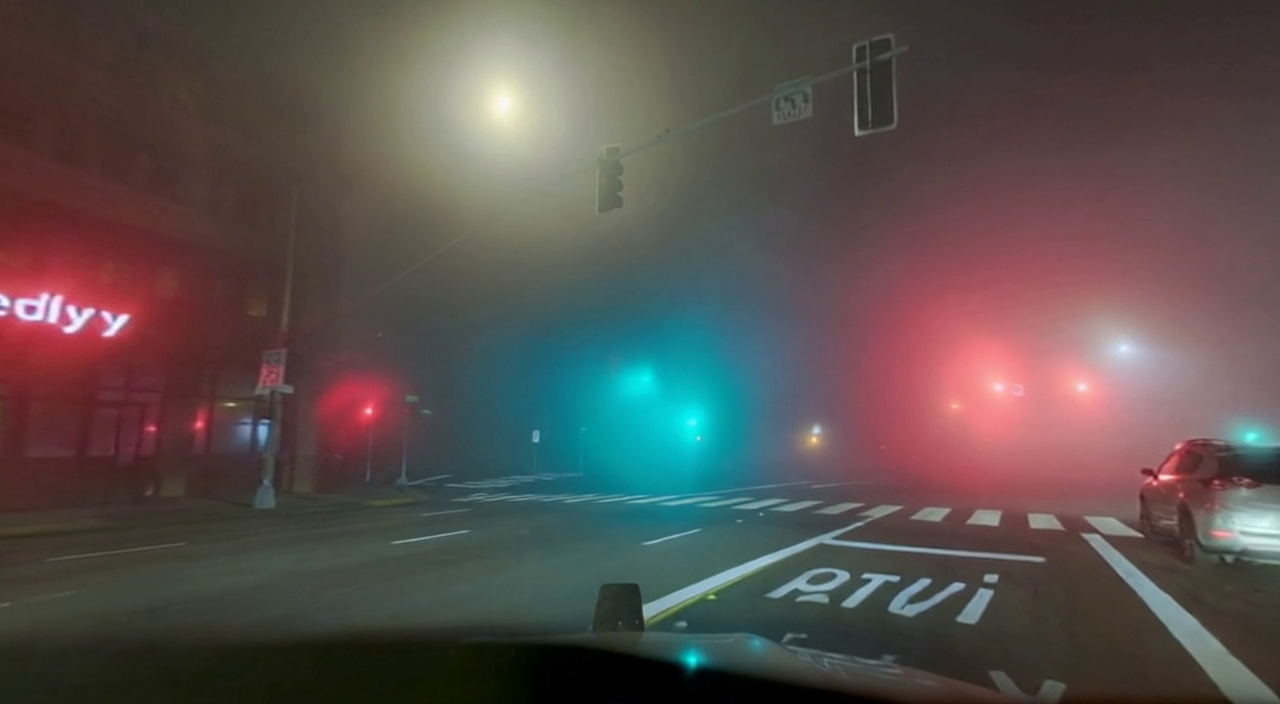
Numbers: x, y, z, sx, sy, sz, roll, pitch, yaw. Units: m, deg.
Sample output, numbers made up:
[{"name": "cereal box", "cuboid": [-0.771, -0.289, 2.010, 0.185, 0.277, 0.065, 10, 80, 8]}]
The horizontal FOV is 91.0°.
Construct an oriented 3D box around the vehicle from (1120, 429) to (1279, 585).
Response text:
[{"name": "vehicle", "cuboid": [8.018, 1.879, 8.317, 2.067, 1.625, 4.073, -5, -10, 30]}]
